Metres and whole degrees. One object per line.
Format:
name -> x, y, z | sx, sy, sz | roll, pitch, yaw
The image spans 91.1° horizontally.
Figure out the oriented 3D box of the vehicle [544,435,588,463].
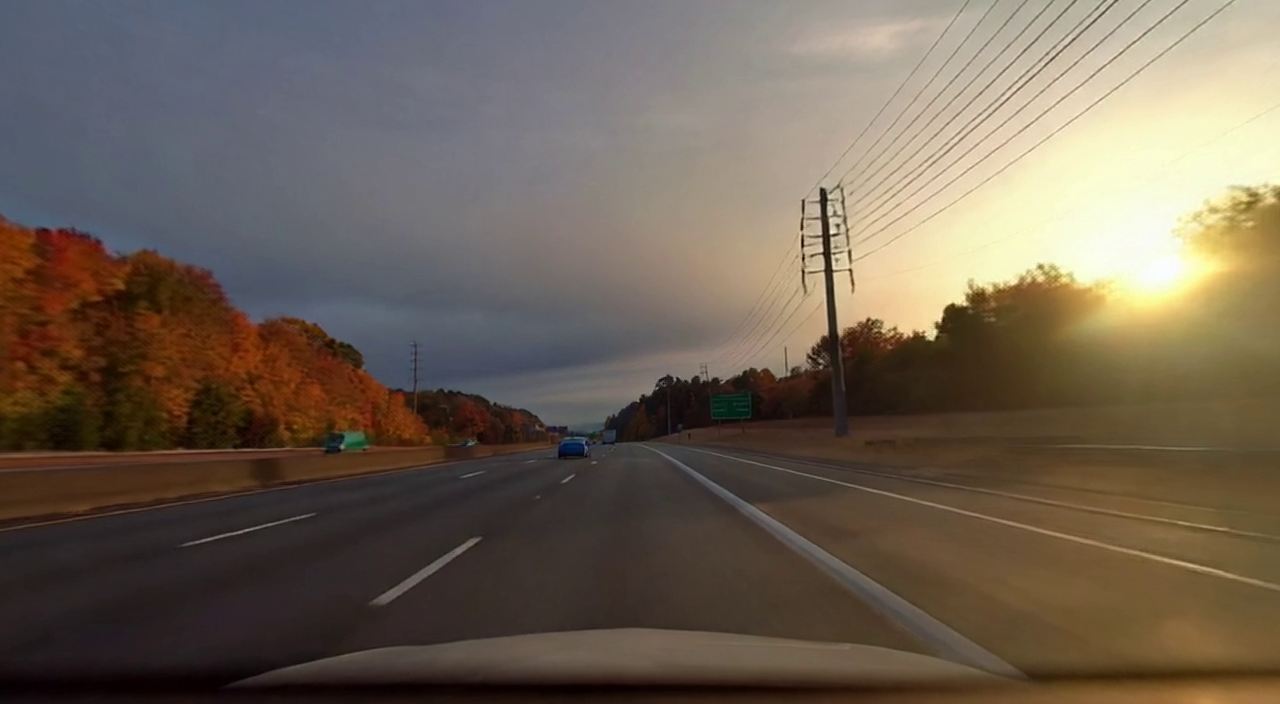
vehicle -> -4.063, 5.393, 35.232 | 2.025, 1.475, 4.379 | 0, -8, -1
